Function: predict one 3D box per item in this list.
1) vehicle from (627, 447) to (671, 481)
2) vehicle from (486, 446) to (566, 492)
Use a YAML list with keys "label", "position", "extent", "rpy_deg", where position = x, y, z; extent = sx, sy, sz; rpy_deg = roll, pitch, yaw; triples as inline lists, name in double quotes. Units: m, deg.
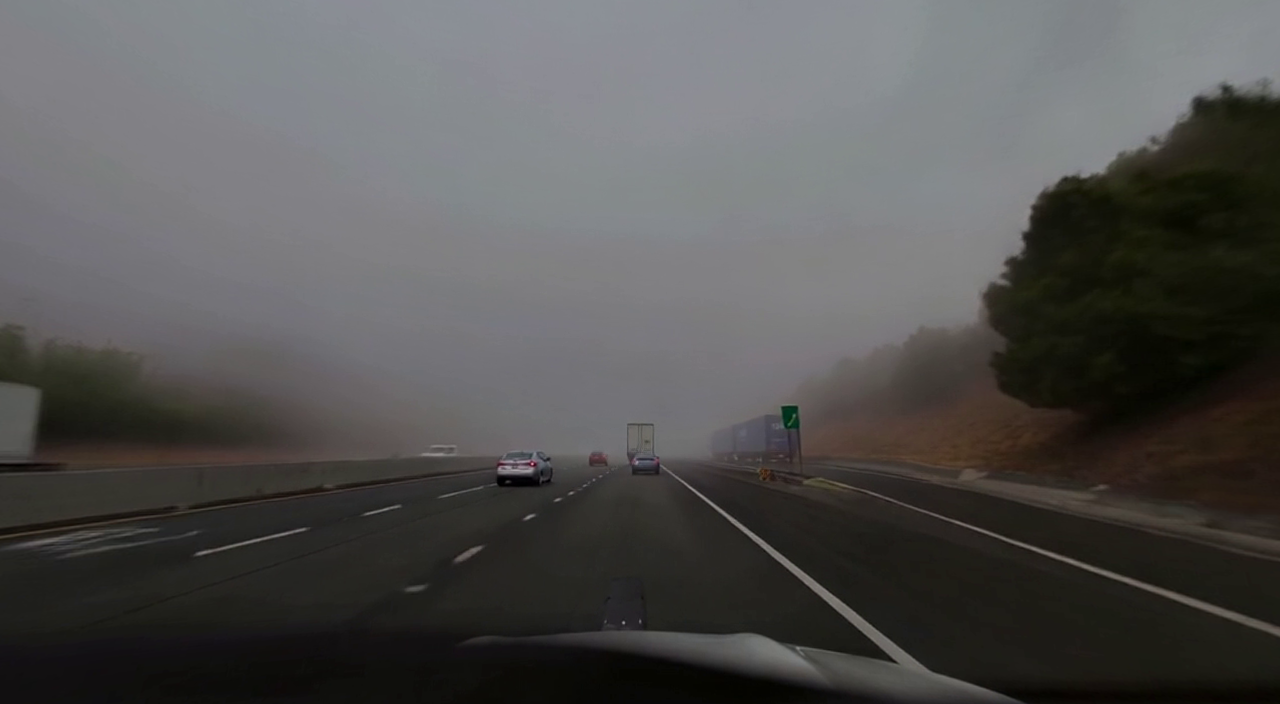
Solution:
- label: "vehicle"
  position: [0.413, 5.376, 30.466]
  extent: [1.991, 1.507, 3.391]
  rpy_deg: [0, -9, 0]
- label: "vehicle"
  position: [-4.021, 4.194, 23.011]
  extent: [2.018, 1.504, 4.431]
  rpy_deg: [0, -9, 1]
